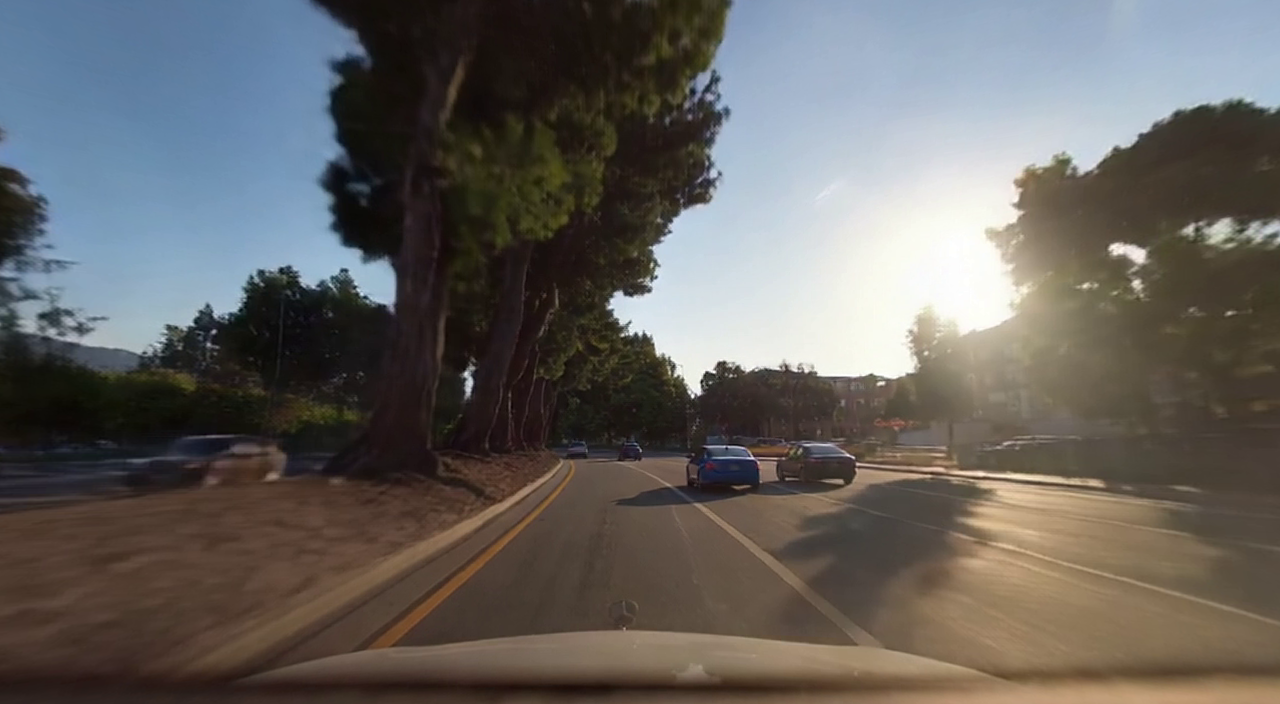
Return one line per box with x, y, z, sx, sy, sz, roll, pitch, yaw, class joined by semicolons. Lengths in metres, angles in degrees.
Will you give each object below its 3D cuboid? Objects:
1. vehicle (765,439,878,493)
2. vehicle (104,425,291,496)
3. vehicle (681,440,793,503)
5.467;3.484;19.617;1.901;1.474;4.363;1;-8;-4;vehicle
-11.560;2.860;16.913;1.968;1.643;4.351;0;-8;-2;vehicle
2.414;3.104;16.845;2.077;1.464;4.134;1;-8;-4;vehicle
